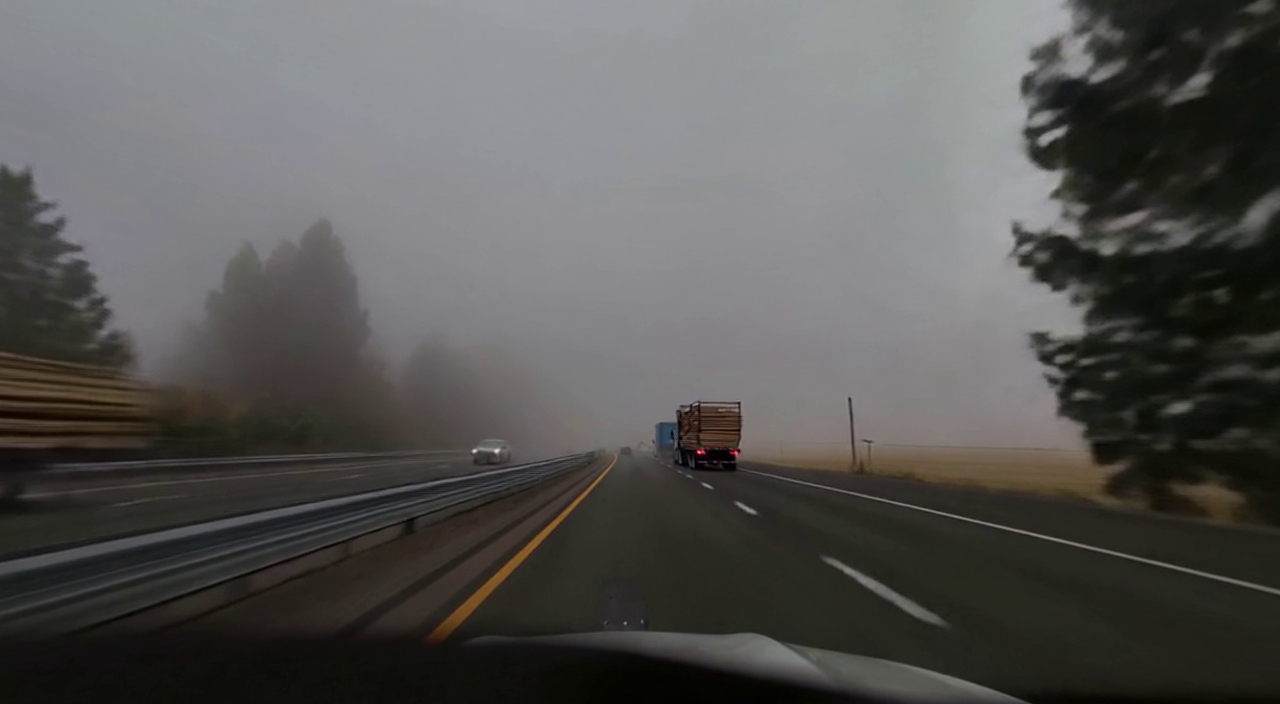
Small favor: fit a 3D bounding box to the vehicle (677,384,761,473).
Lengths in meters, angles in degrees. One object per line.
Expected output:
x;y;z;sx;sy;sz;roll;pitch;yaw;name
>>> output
4.038;4.513;35.780;3.024;4.065;13.796;0;-8;0;vehicle
